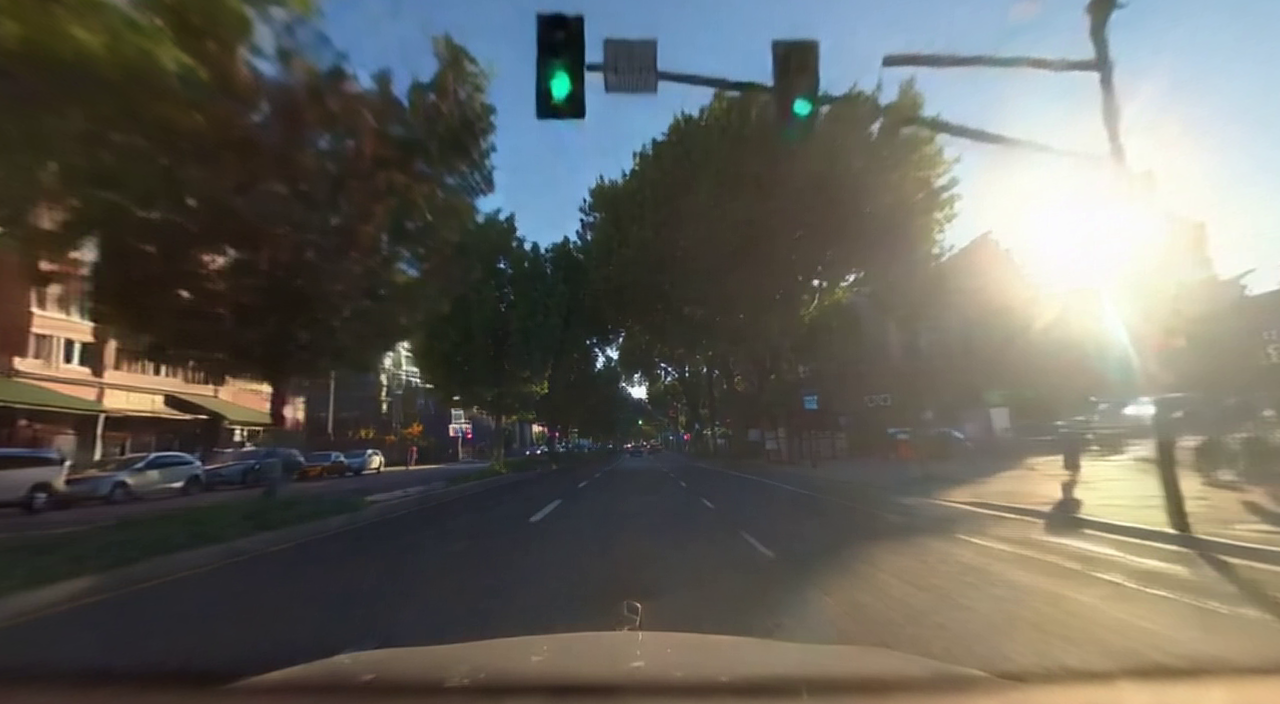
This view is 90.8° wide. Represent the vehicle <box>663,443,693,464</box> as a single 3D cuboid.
[{"bbox_3d":[2.847,7.598,47.525,1.945,1.490,3.817,0,-8,-1],"label":"vehicle"}]

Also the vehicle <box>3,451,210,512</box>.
[{"bbox_3d":[-15.310,3.694,18.637,1.776,1.468,5.089,0,-8,-1],"label":"vehicle"}]

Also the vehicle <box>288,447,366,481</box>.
[{"bbox_3d":[-15.673,5.587,31.852,1.831,1.599,4.080,0,-9,0],"label":"vehicle"}]

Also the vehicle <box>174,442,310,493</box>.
[{"bbox_3d":[-15.465,4.474,24.991,1.978,1.760,5.097,0,-8,1],"label":"vehicle"}]
